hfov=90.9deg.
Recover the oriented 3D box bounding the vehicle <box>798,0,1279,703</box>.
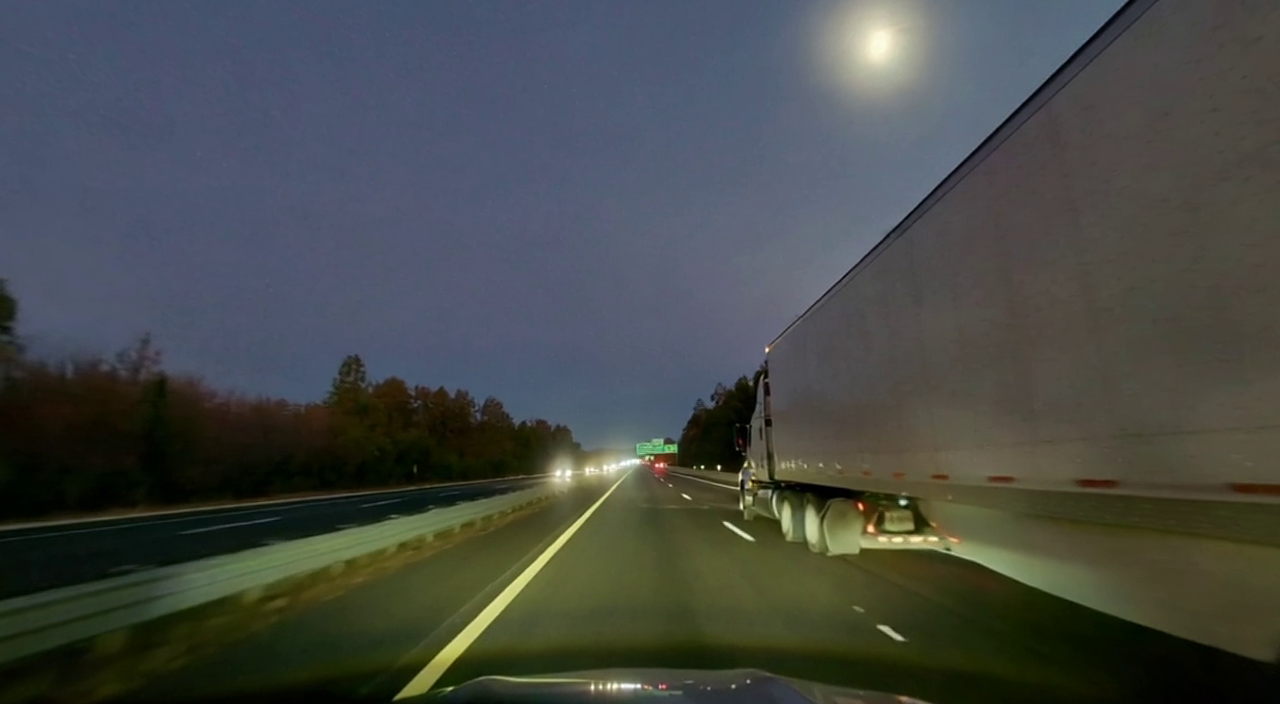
[{"bbox_3d":[4.657,0.221,4.804,3.204,4.102,13.306,1,-10,-1],"label":"vehicle"}]
